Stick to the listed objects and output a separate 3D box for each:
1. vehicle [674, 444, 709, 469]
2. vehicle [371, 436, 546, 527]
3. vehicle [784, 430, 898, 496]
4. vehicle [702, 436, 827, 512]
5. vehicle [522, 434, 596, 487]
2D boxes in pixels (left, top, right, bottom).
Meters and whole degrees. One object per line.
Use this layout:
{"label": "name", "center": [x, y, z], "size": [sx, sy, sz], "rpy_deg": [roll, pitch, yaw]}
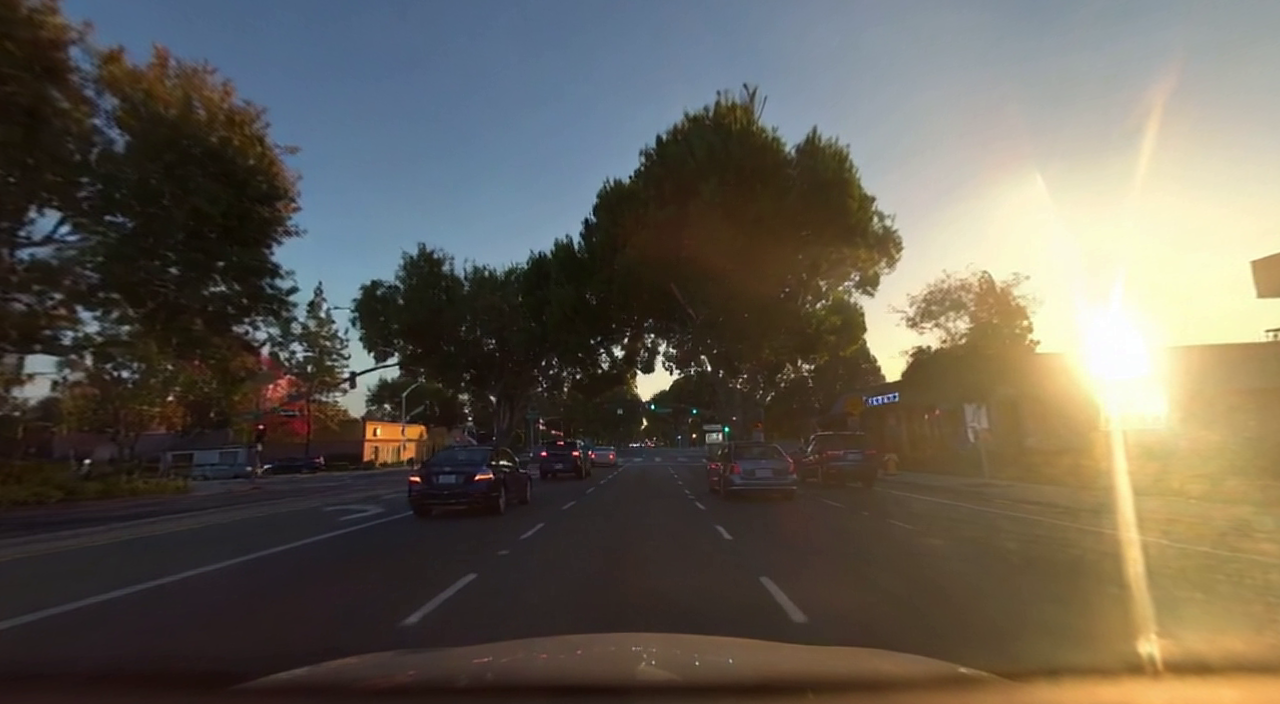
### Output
{"label": "vehicle", "center": [3.486, 7.183, 43.473], "size": [2.030, 1.628, 4.080], "rpy_deg": [0, -9, 0]}
{"label": "vehicle", "center": [-3.388, 2.517, 12.889], "size": [2.087, 1.494, 4.626], "rpy_deg": [0, -9, 1]}
{"label": "vehicle", "center": [5.903, 3.316, 19.148], "size": [1.979, 1.738, 4.418], "rpy_deg": [0, -9, 0]}
{"label": "vehicle", "center": [2.738, 2.796, 14.930], "size": [2.004, 1.512, 4.206], "rpy_deg": [0, -9, -1]}
{"label": "vehicle", "center": [-3.043, 4.200, 24.716], "size": [2.187, 1.825, 4.621], "rpy_deg": [0, -9, 1]}
